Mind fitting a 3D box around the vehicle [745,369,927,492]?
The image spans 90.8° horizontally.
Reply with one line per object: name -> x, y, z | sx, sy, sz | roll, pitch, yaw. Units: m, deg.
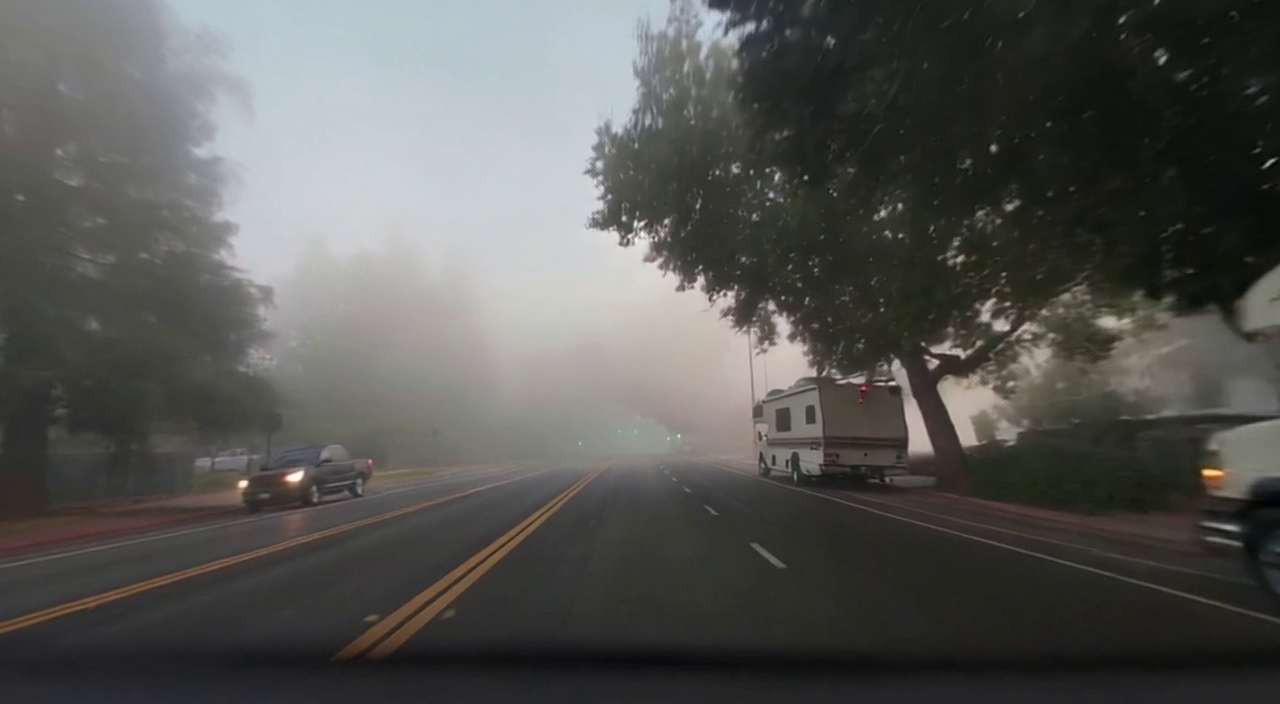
vehicle -> 5.992, 2.800, 21.629 | 2.944, 3.252, 9.712 | 0, -9, -1

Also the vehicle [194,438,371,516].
vehicle -> -9.972, 3.465, 18.243 | 2.391, 1.843, 4.764 | -2, -8, -1

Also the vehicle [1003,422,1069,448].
vehicle -> 27.382, 5.817, 43.852 | 1.812, 1.658, 4.365 | -1, -8, 1
